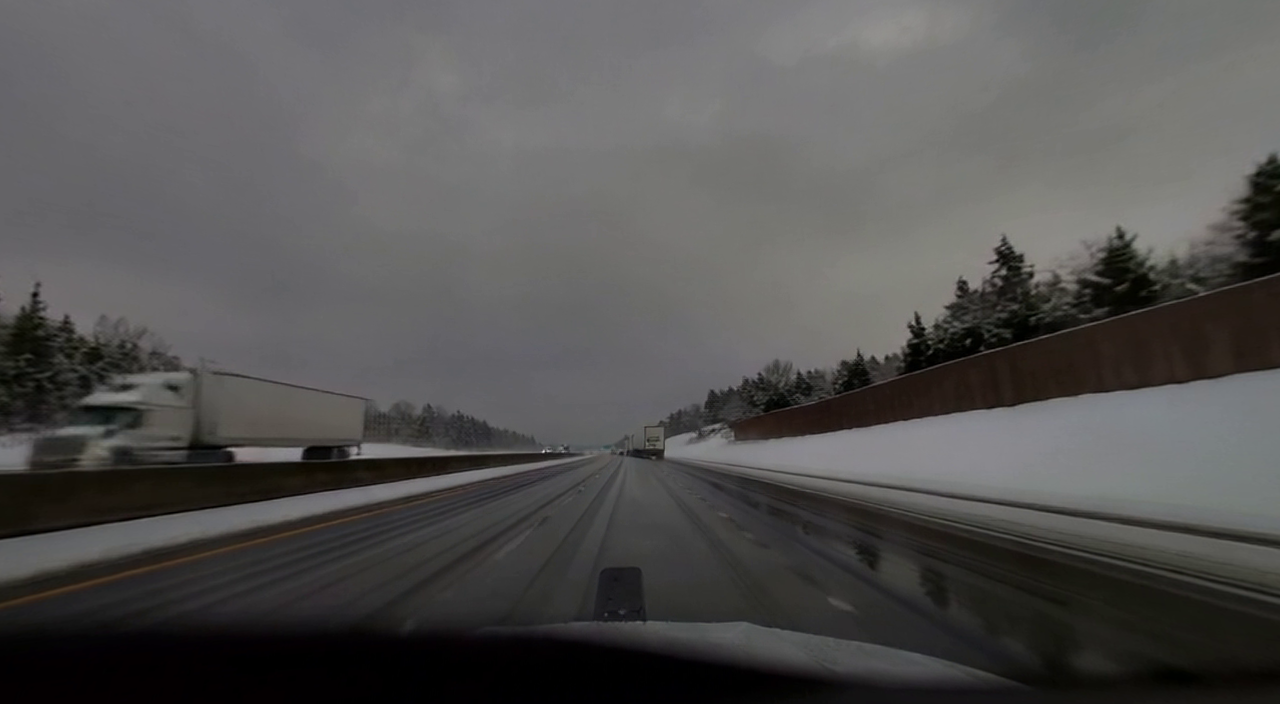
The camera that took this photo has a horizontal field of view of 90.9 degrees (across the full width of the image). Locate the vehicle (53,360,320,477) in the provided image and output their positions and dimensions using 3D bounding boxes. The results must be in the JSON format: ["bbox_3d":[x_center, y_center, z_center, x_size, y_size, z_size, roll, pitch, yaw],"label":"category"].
[{"bbox_3d":[-19.373,3.326,28.798,2.897,4.187,12.412,0,-9,0],"label":"vehicle"}]
